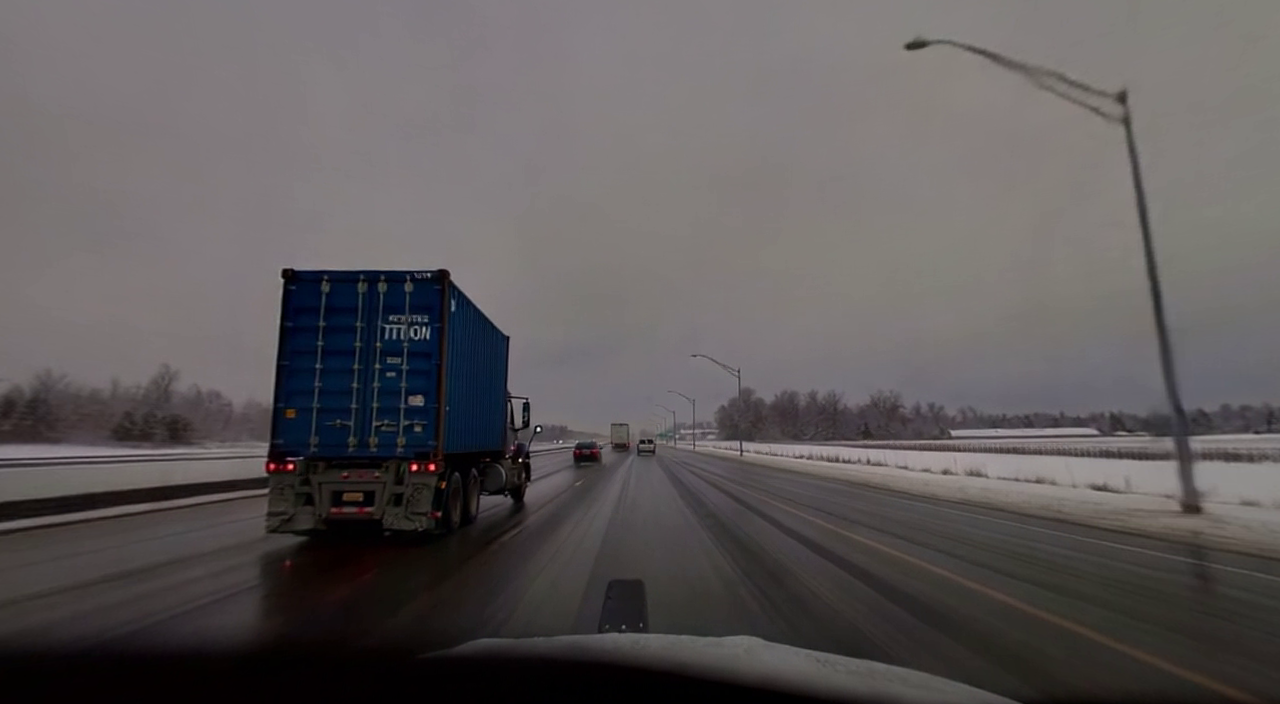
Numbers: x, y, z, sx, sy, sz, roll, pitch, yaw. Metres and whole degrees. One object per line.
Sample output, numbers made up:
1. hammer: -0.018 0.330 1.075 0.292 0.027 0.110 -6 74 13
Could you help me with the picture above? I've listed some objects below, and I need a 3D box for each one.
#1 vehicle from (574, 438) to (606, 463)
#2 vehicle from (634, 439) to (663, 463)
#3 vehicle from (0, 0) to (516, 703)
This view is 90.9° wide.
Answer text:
1. vehicle: -3.643 7.272 46.573 1.995 1.745 4.187 0 -8 1
2. vehicle: 0.657 7.597 48.603 2.136 1.718 4.157 0 -8 0
3. vehicle: -3.966 0.080 5.128 2.840 4.032 13.388 0 -8 2
